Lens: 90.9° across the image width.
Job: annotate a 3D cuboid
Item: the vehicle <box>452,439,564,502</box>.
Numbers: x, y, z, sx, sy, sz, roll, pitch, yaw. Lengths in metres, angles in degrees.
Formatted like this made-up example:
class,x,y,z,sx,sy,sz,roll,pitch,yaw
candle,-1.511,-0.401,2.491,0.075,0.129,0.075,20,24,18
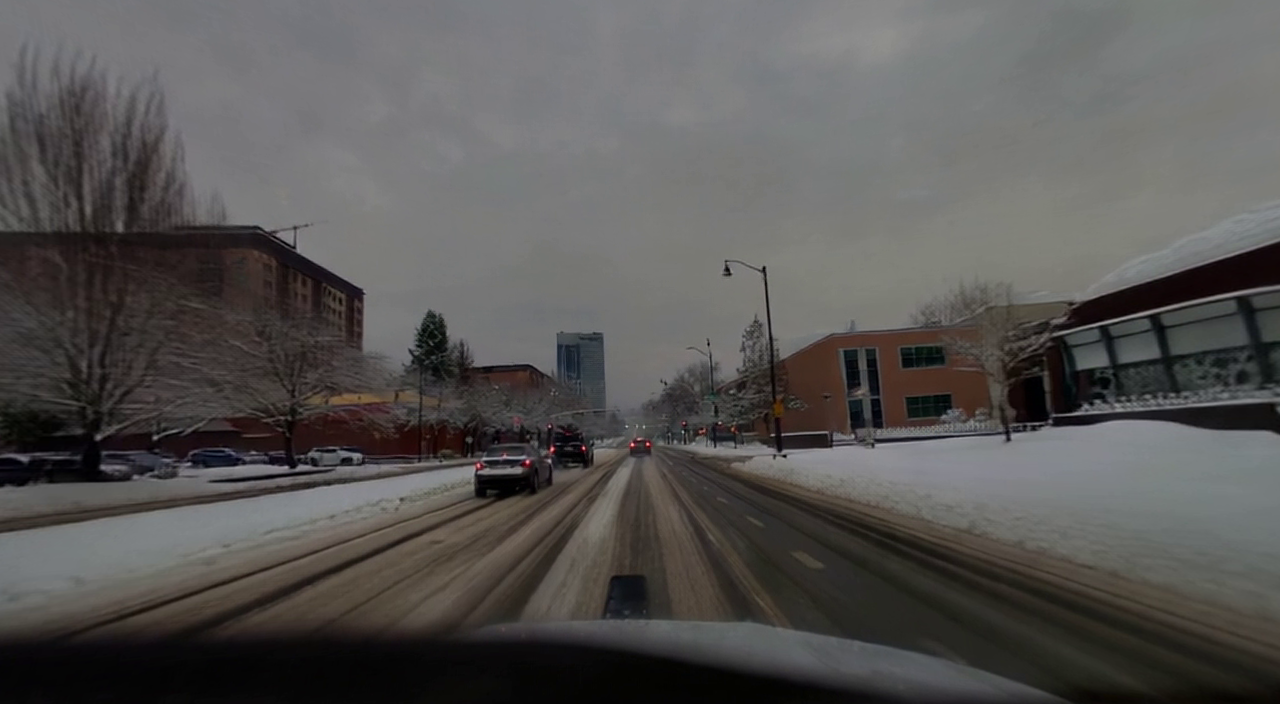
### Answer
class,x,y,z,sx,sy,sz,roll,pitch,yaw
vehicle,-3.261,3.027,16.508,1.959,1.406,4.272,0,-9,0

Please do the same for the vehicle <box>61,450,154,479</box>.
class,x,y,z,sx,sy,sz,roll,pitch,yaw
vehicle,-37.148,7.834,44.061,4.402,1.868,2.071,0,-9,-4

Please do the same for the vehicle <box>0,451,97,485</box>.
class,x,y,z,sx,sy,sz,roll,pitch,yaw
vehicle,-37.044,7.075,38.637,5.538,1.947,2.165,-1,-9,4

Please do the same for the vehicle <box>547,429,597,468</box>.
class,x,y,z,sx,sy,sz,roll,pitch,yaw
vehicle,-3.586,5.243,34.279,2.152,1.987,4.527,0,-9,1
